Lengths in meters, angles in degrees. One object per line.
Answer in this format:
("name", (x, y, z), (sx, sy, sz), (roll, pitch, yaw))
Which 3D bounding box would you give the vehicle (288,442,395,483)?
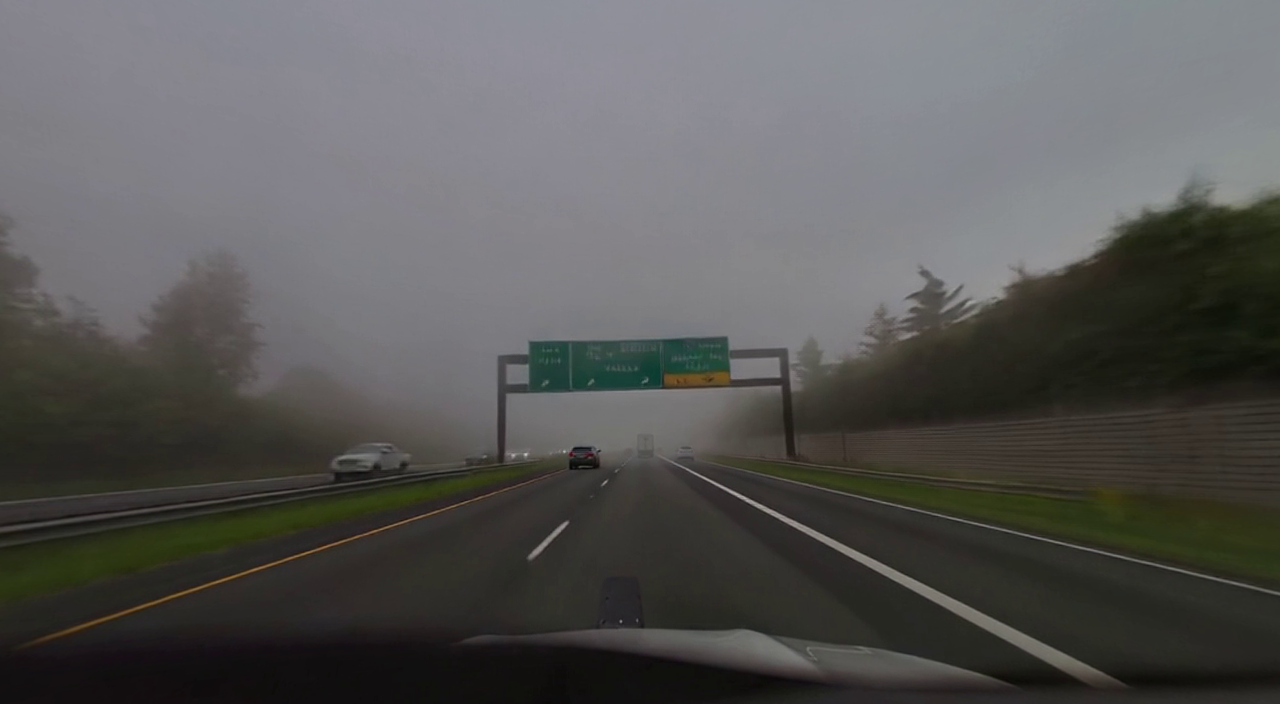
("vehicle", (-12.165, 4.521, 26.101), (2.010, 1.546, 4.735), (0, -9, 1))

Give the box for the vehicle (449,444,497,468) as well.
("vehicle", (-11.546, 7.208, 43.846), (1.931, 1.501, 4.621), (0, -9, 2))

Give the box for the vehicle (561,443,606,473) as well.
("vehicle", (-3.018, 5.766, 34.518), (2.020, 1.475, 4.434), (0, -9, 1))
